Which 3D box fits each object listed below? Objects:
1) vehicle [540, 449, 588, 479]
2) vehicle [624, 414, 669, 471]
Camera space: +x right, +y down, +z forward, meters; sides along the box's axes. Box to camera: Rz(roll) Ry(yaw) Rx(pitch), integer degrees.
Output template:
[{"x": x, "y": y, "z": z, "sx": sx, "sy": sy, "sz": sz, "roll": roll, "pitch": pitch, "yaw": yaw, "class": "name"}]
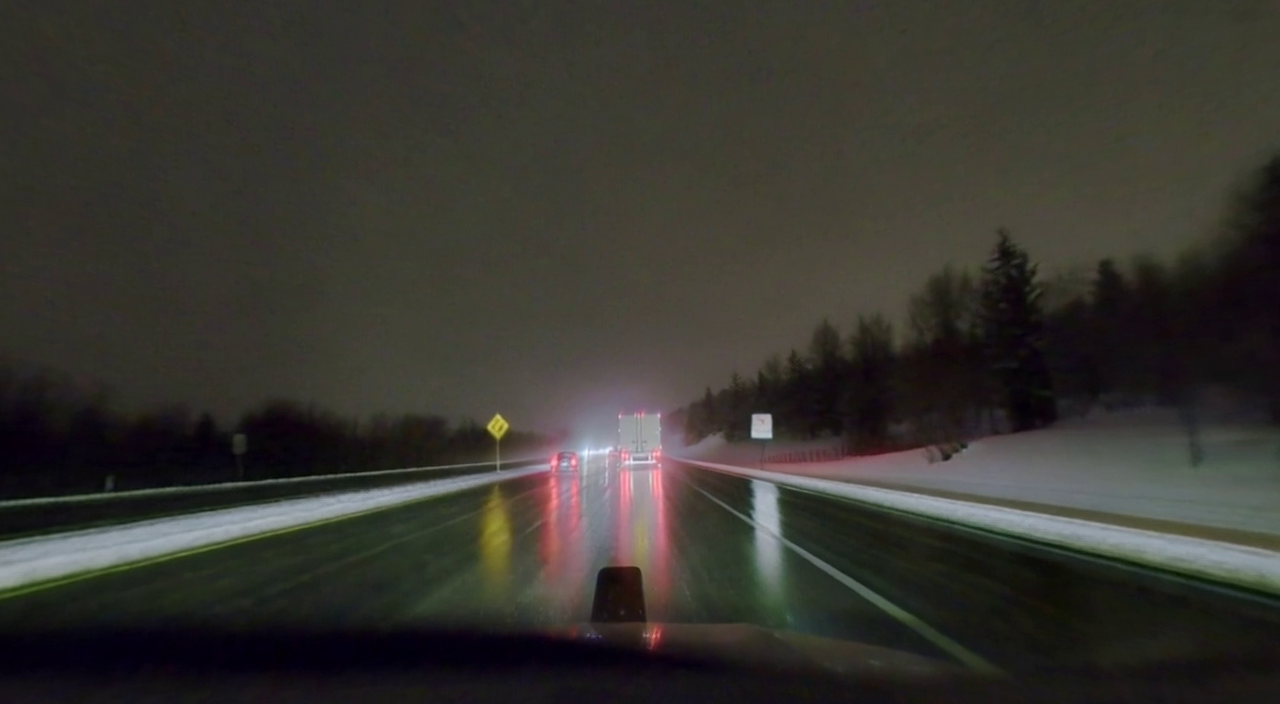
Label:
[{"x": -4.102, "y": 6.148, "z": 34.972, "sx": 2.053, "sy": 1.523, "sz": 4.450, "roll": -1, "pitch": -9, "yaw": 1, "class": "vehicle"}, {"x": 0.298, "y": 6.852, "z": 47.538, "sx": 2.864, "sy": 3.805, "sz": 9.500, "roll": 0, "pitch": -9, "yaw": -2, "class": "vehicle"}]
